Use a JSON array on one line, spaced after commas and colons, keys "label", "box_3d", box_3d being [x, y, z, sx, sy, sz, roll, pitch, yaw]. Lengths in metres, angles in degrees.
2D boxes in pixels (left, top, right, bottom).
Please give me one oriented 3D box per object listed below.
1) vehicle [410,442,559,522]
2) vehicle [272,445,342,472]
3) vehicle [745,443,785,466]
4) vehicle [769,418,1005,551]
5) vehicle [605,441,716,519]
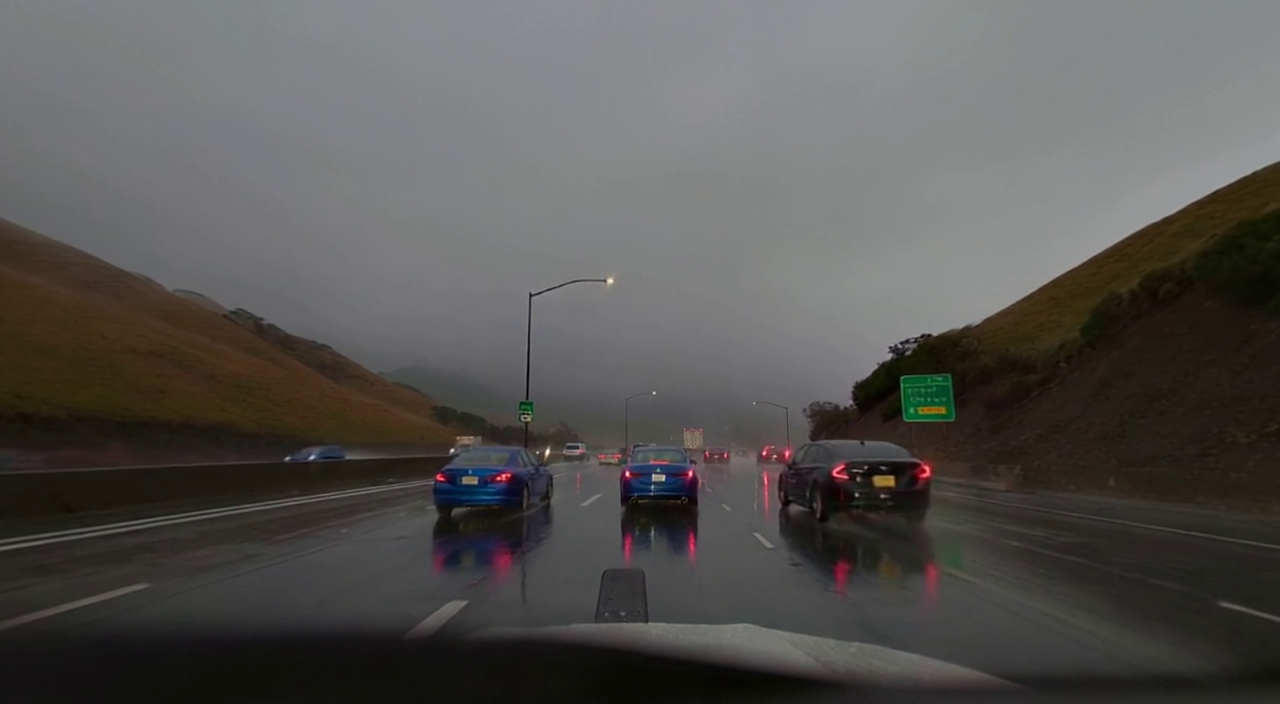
[{"label": "vehicle", "box_3d": [-3.140, 2.713, 13.785, 2.017, 1.446, 4.384, 0, -8, 2]}, {"label": "vehicle", "box_3d": [-23.481, 7.491, 44.693, 2.062, 1.794, 4.892, -1, -8, 4]}, {"label": "vehicle", "box_3d": [8.801, 7.275, 44.931, 2.097, 1.515, 4.593, -1, -8, 3]}, {"label": "vehicle", "box_3d": [3.669, 2.060, 10.541, 2.083, 1.693, 4.740, 0, -8, 1]}, {"label": "vehicle", "box_3d": [0.417, 2.688, 13.762, 2.072, 1.431, 3.904, 0, -8, 1]}]
